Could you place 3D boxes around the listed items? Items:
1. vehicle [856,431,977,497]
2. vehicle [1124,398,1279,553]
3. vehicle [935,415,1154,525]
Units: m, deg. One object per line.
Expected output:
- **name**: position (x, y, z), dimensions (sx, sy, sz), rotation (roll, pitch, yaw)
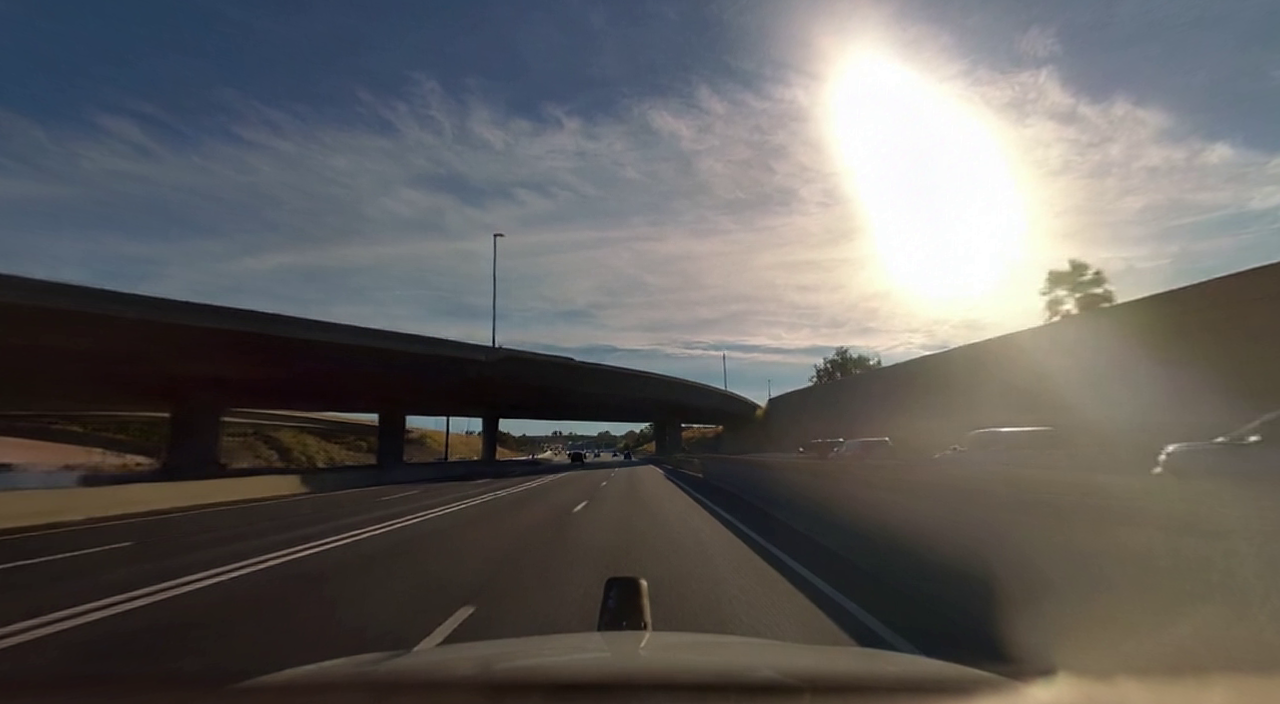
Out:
- **vehicle**: position (16.082, 6.559, 37.649), dimensions (2.887, 3.412, 9.164), rotation (0, -9, -1)
- **vehicle**: position (16.336, 2.902, 14.766), dimensions (2.791, 3.573, 9.032), rotation (0, -9, 1)
- **vehicle**: position (16.114, 4.773, 26.411), dimensions (2.704, 3.716, 9.364), rotation (0, -9, -1)
